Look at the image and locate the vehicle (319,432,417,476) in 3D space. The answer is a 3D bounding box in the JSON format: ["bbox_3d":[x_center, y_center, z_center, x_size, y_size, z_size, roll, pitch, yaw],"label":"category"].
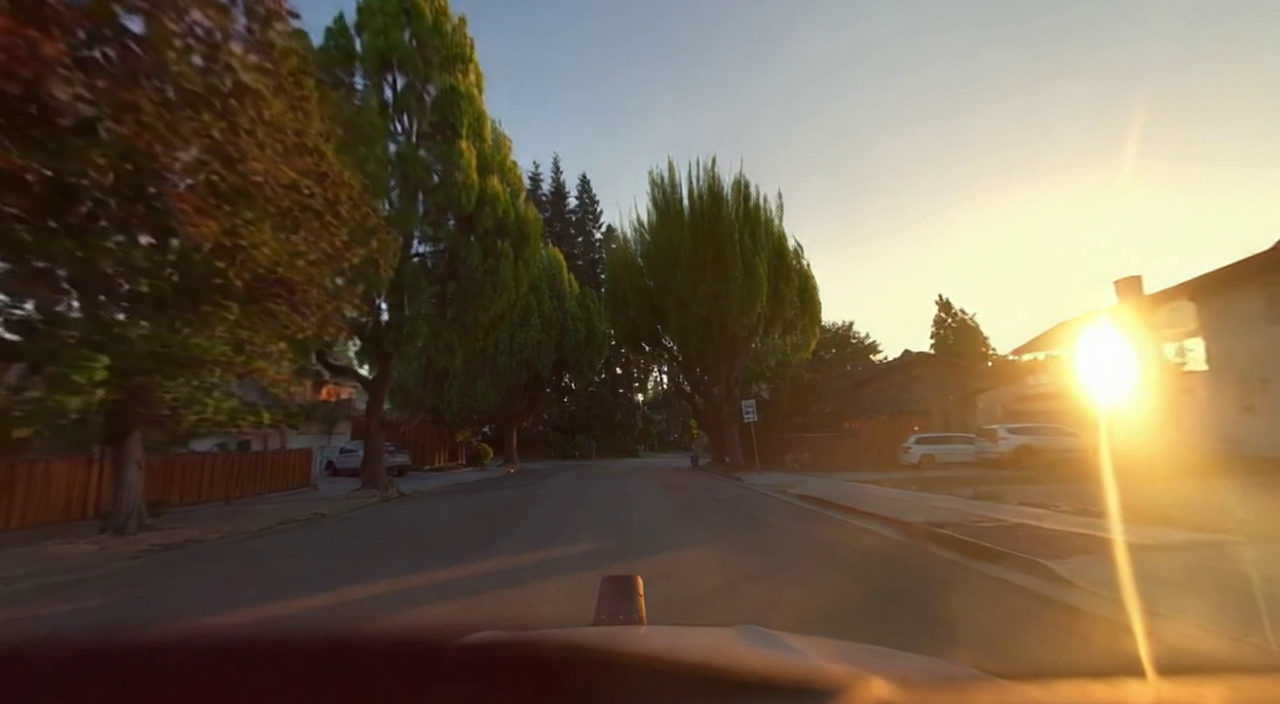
[{"bbox_3d":[-12.597,4.668,29.157,4.656,1.835,2.039,-6,-11,37],"label":"vehicle"}]

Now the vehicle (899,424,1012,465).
[{"bbox_3d":[13.043,3.859,26.379,3.780,1.601,2.025,-2,-9,13],"label":"vehicle"}]

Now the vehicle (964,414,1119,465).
[{"bbox_3d":[14.345,3.183,22.880,4.261,1.725,1.955,-2,-9,17],"label":"vehicle"}]
